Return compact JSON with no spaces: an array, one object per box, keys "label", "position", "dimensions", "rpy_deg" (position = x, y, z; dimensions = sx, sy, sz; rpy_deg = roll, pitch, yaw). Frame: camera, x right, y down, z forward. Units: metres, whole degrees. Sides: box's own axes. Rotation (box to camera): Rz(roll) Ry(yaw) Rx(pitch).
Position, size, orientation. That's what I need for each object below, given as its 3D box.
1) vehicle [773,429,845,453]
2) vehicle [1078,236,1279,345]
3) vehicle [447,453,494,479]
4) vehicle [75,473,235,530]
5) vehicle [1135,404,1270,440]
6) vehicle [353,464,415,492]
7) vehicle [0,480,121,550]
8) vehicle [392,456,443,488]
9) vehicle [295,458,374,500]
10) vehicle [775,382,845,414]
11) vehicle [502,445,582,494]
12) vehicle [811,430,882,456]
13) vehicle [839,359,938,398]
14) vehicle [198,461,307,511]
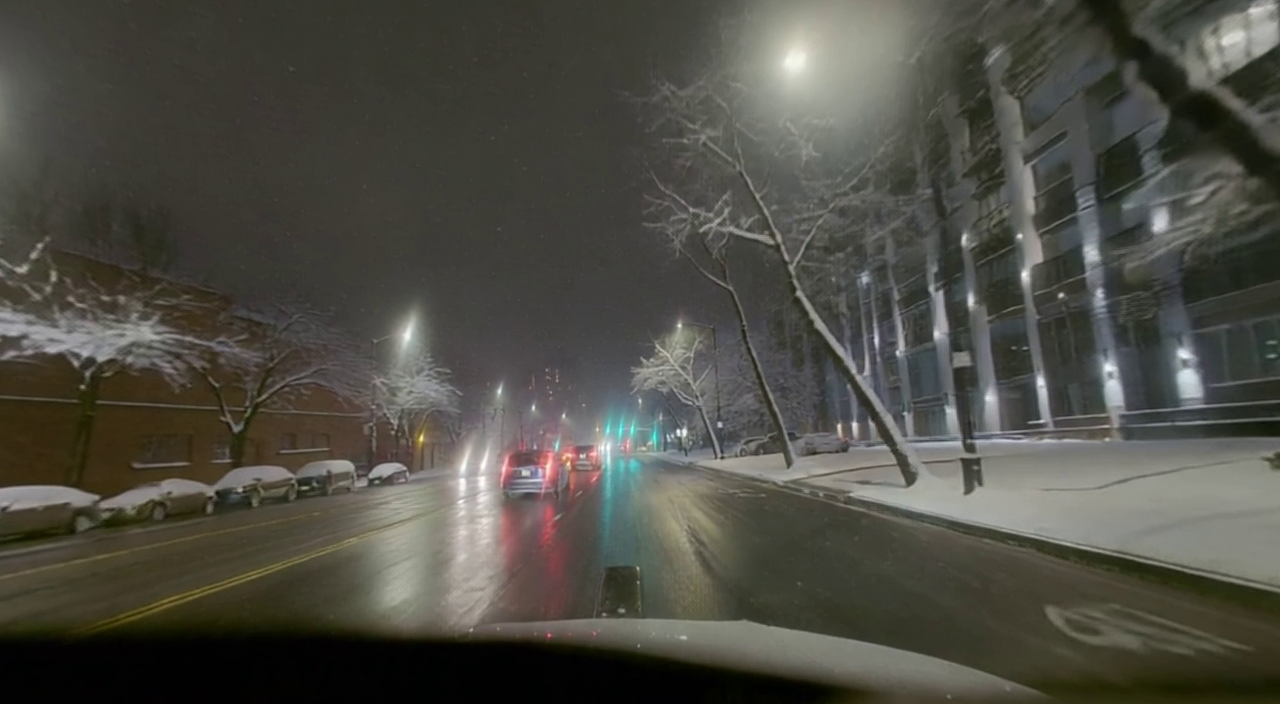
[{"label":"vehicle","position":[12.227,6.483,45.944],"dimensions":[4.619,1.626,2.121],"rpy_deg":[-1,-10,4]},{"label":"vehicle","position":[12.268,-1.316,13.784],"dimensions":[3.932,1.743,1.695],"rpy_deg":[-5,-9,2]},{"label":"vehicle","position":[-10.836,7.304,40.778],"dimensions":[1.884,1.518,4.380],"rpy_deg":[0,-8,-1]},{"label":"vehicle","position":[-16.021,4.915,21.261],"dimensions":[1.871,1.485,4.573],"rpy_deg":[0,-8,-2]},{"label":"vehicle","position":[25.113,3.147,28.305],"dimensions":[4.215,1.545,1.897],"rpy_deg":[0,-8,-1]},{"label":"vehicle","position":[-16.154,7.936,40.146],"dimensions":[2.021,1.438,4.616],"rpy_deg":[-2,-8,0]},{"label":"vehicle","position":[-15.803,4.144,15.877],"dimensions":[1.942,1.431,4.553],"rpy_deg":[-5,-9,-4]},{"label":"vehicle","position":[-16.373,8.825,46.774],"dimensions":[1.917,1.775,5.018],"rpy_deg":[-9,-8,-2]},{"label":"vehicle","position":[-16.402,6.773,34.155],"dimensions":[2.079,1.847,4.592],"rpy_deg":[-4,-8,-1]},{"label":"vehicle","position":[10.905,2.976,40.720],"dimensions":[3.826,1.601,1.807],"rpy_deg":[-4,-8,-6]},{"label":"vehicle","position":[-3.147,3.881,21.238],"dimensions":[2.051,1.454,4.132],"rpy_deg":[0,-8,0]},{"label":"vehicle","position":[12.264,5.404,37.640],"dimensions":[3.527,1.496,1.836],"rpy_deg":[0,-7,-4]},{"label":"vehicle","position":[11.512,1.273,29.490],"dimensions":[3.827,1.556,1.730],"rpy_deg":[-1,-10,-1]},{"label":"vehicle","position":[-16.316,5.630,26.935],"dimensions":[1.897,1.805,4.538],"rpy_deg":[0,-8,-3]}]
